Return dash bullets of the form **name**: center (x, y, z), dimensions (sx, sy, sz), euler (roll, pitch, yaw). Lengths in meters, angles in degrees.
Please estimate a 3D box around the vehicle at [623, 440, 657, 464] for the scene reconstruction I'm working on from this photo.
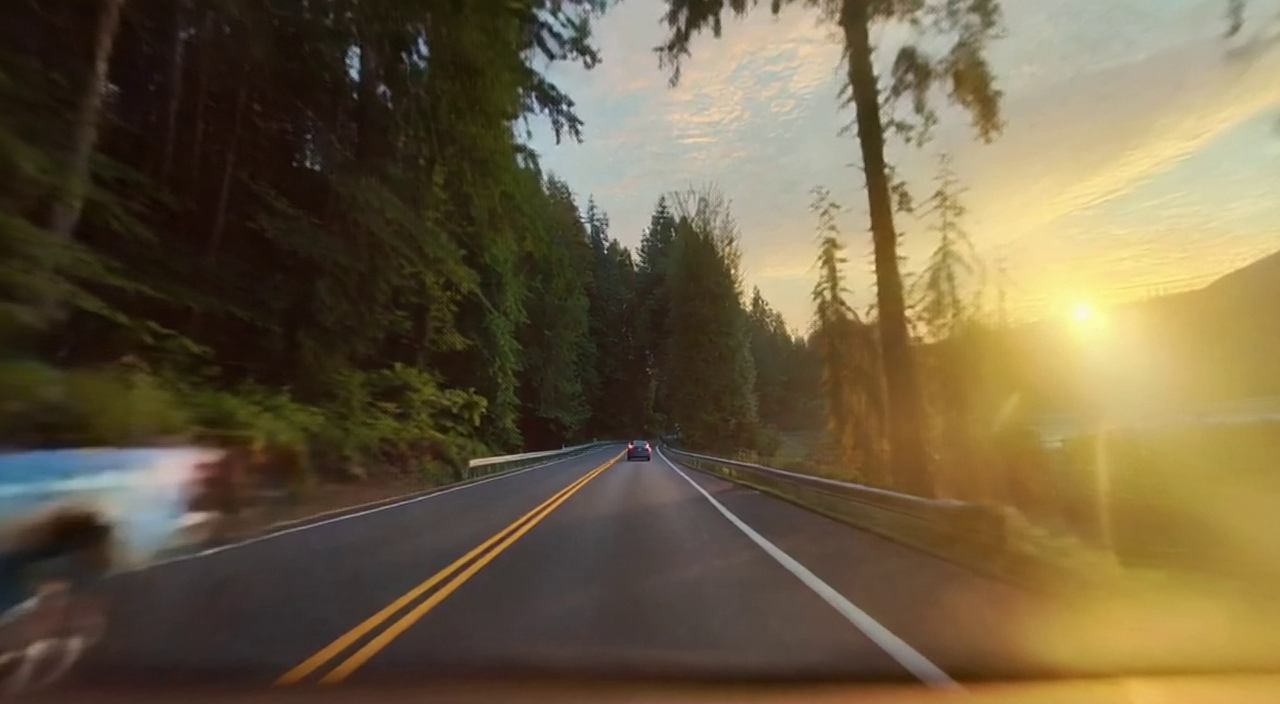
- **vehicle**: center (-0.007, 6.513, 41.348), dimensions (2.120, 1.491, 4.349), euler (0, -8, 0)
